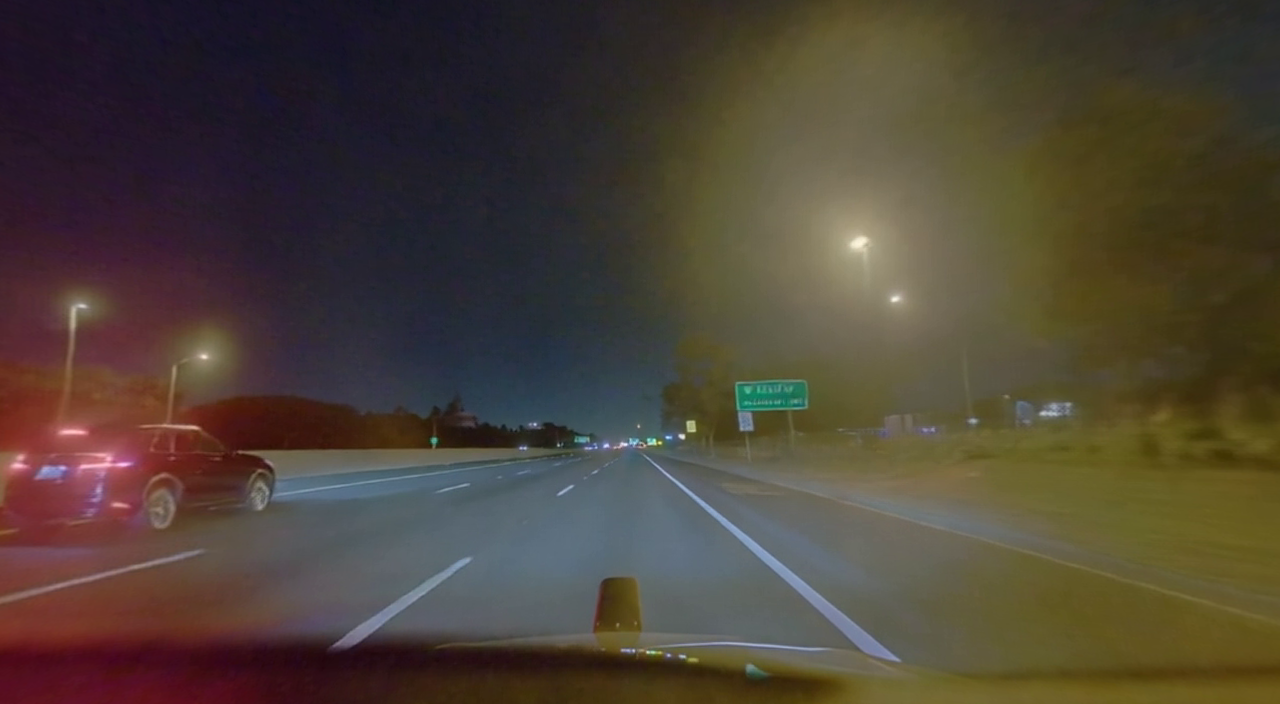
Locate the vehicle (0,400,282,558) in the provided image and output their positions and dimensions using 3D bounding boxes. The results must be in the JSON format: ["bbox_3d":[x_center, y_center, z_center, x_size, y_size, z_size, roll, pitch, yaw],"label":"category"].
[{"bbox_3d":[-8.065,1.814,9.754,2.231,1.807,4.758,0,-8,0],"label":"vehicle"}]
